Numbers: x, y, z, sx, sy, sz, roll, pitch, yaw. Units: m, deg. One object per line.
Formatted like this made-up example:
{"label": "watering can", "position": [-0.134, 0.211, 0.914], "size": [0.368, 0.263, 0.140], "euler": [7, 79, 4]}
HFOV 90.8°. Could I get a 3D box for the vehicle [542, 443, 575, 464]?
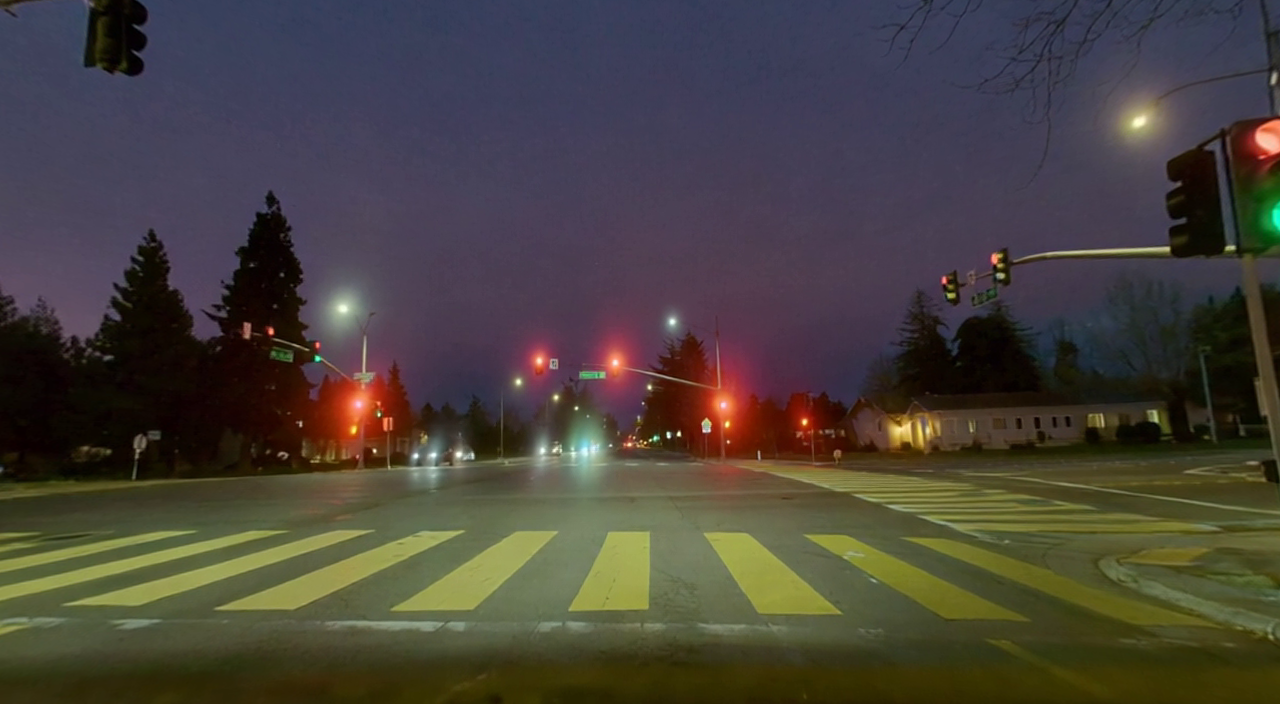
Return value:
{"label": "vehicle", "position": [-6.077, 7.671, 47.809], "size": [1.936, 1.444, 4.168], "euler": [0, -8, 0]}
